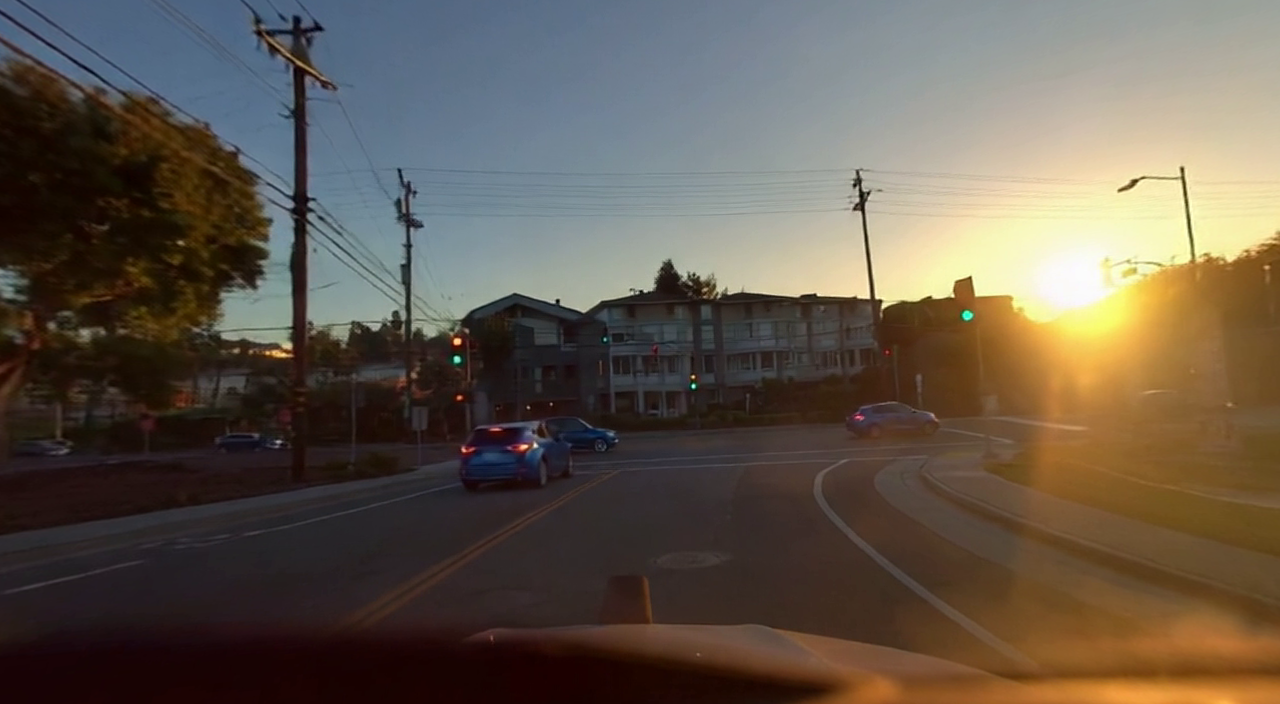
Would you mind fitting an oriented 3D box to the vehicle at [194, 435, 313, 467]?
[{"bbox_3d":[-19.056,4.899,31.218,4.610,1.476,2.021,-1,-9,5],"label":"vehicle"}]

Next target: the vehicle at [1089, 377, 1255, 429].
[{"bbox_3d":[22.841,2.272,27.272,4.950,2.022,2.221,-1,-9,5],"label":"vehicle"}]

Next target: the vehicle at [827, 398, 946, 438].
[{"bbox_3d":[11.083,3.023,28.659,4.636,1.668,1.935,-1,-9,7],"label":"vehicle"}]

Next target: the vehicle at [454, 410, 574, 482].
[{"bbox_3d":[-3.305,2.631,17.603,1.928,1.726,4.704,-1,-9,6],"label":"vehicle"}]

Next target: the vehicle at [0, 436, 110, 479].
[{"bbox_3d":[-30.393,5.379,32.238,4.928,1.843,2.055,-3,-4,5],"label":"vehicle"}]
